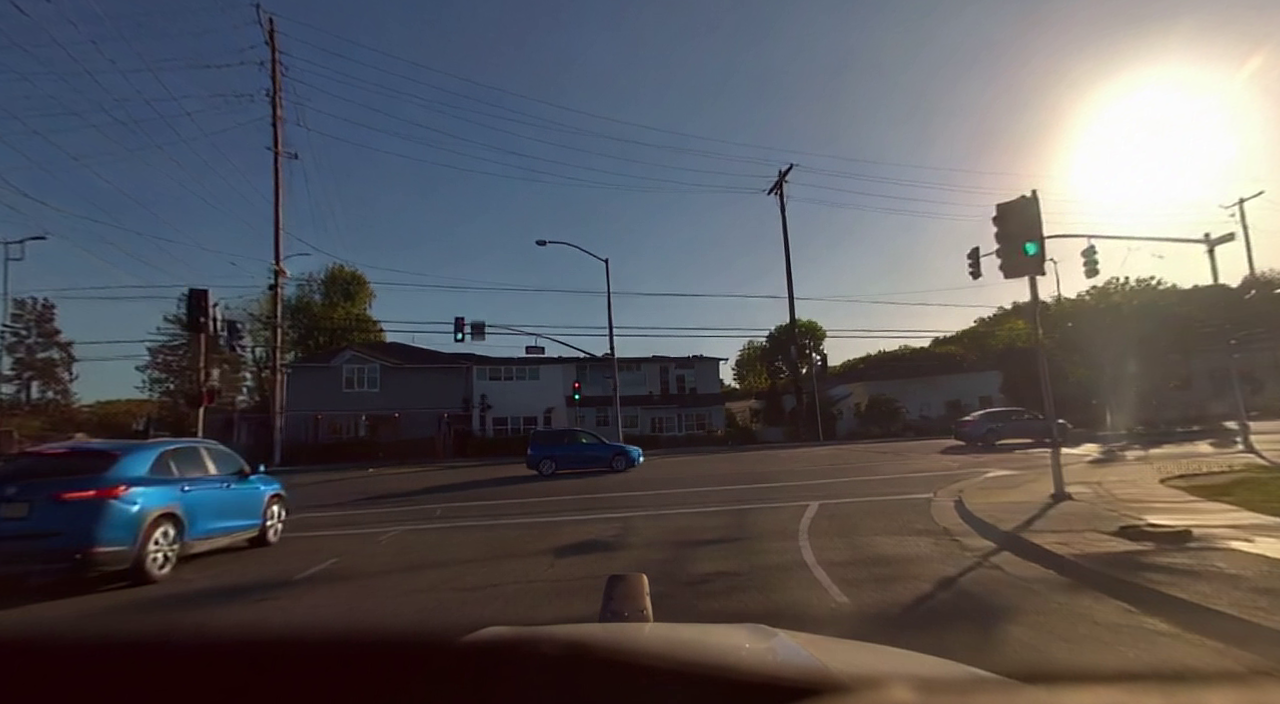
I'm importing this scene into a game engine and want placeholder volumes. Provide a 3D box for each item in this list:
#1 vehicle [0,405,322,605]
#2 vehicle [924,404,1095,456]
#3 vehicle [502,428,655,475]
[{"bbox_3d":[-6.051,1.686,7.871,1.928,1.726,4.704,0,-9,-3],"label":"vehicle"},{"bbox_3d":[12.523,2.691,21.594,4.636,1.668,1.935,0,-9,-3],"label":"vehicle"},{"bbox_3d":[-1.979,3.247,20.668,4.757,1.442,1.858,0,-8,-4],"label":"vehicle"}]
